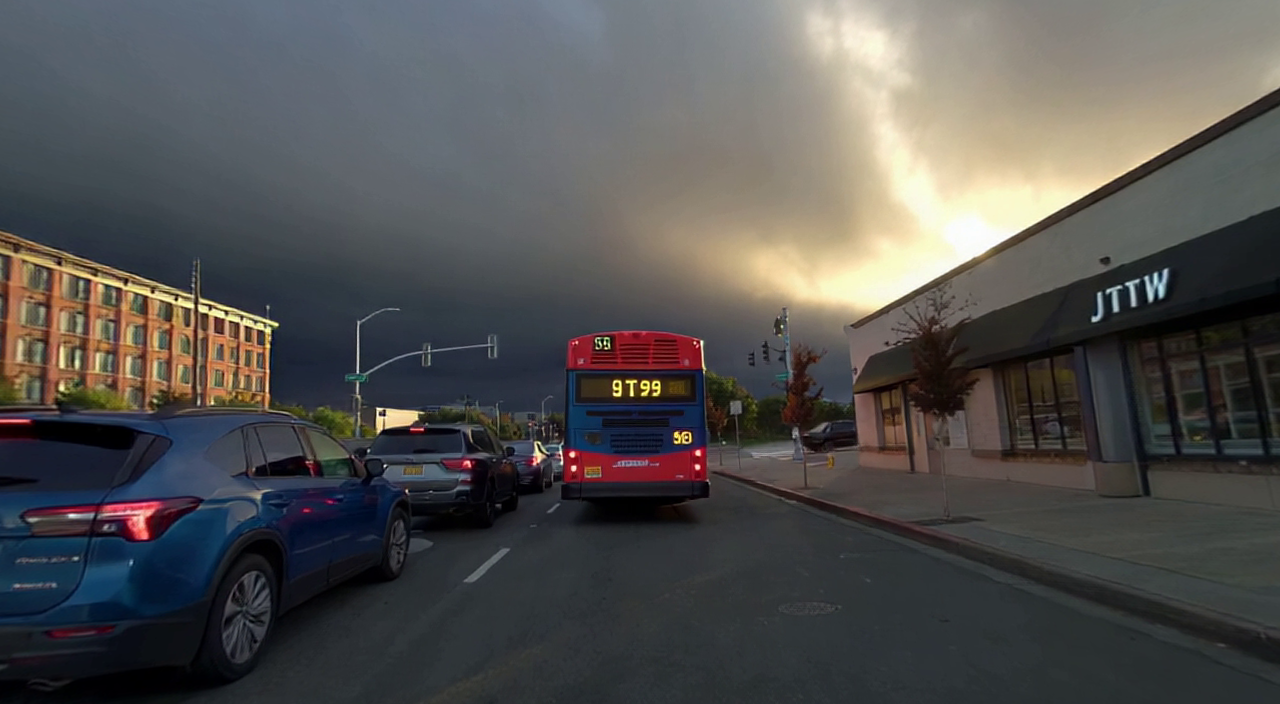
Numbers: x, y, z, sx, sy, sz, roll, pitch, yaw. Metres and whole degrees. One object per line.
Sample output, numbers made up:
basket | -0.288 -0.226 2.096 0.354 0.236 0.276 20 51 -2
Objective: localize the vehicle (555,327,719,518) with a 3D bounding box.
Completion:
vehicle | -0.288 1.992 16.528 2.938 3.468 9.972 0 -8 -3

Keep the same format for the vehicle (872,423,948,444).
vehicle | 20.163 6.099 47.223 4.827 1.555 1.863 1 -9 -6

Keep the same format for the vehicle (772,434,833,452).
vehicle | 11.974 6.730 46.655 3.949 1.337 1.738 0 -9 -3

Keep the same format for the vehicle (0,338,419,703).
vehicle | -3.212 1.094 3.987 2.020 1.725 4.384 0 -8 0

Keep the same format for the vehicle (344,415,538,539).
vehicle | -3.335 2.201 11.778 2.096 1.828 4.669 0 -8 0
